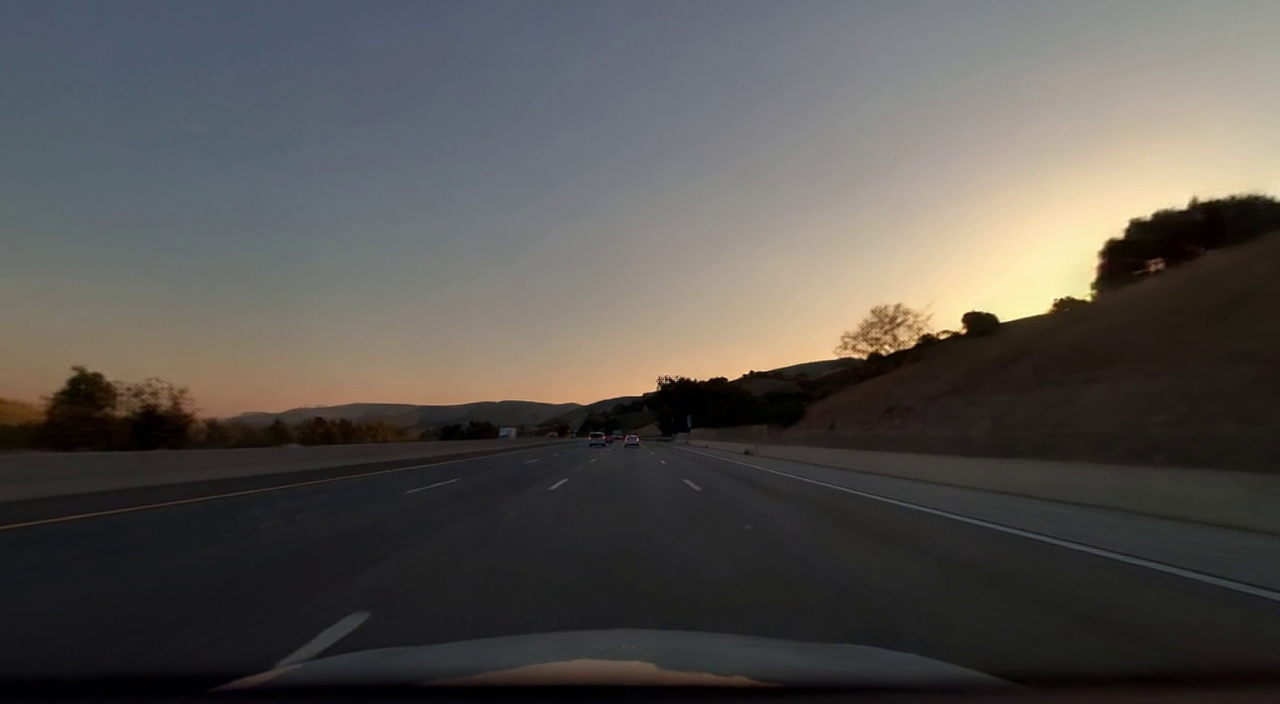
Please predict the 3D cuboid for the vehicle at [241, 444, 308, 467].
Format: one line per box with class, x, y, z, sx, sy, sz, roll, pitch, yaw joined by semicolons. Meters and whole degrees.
vehicle;-24.015;6.774;41.499;1.886;1.397;4.160;0;-8;0
